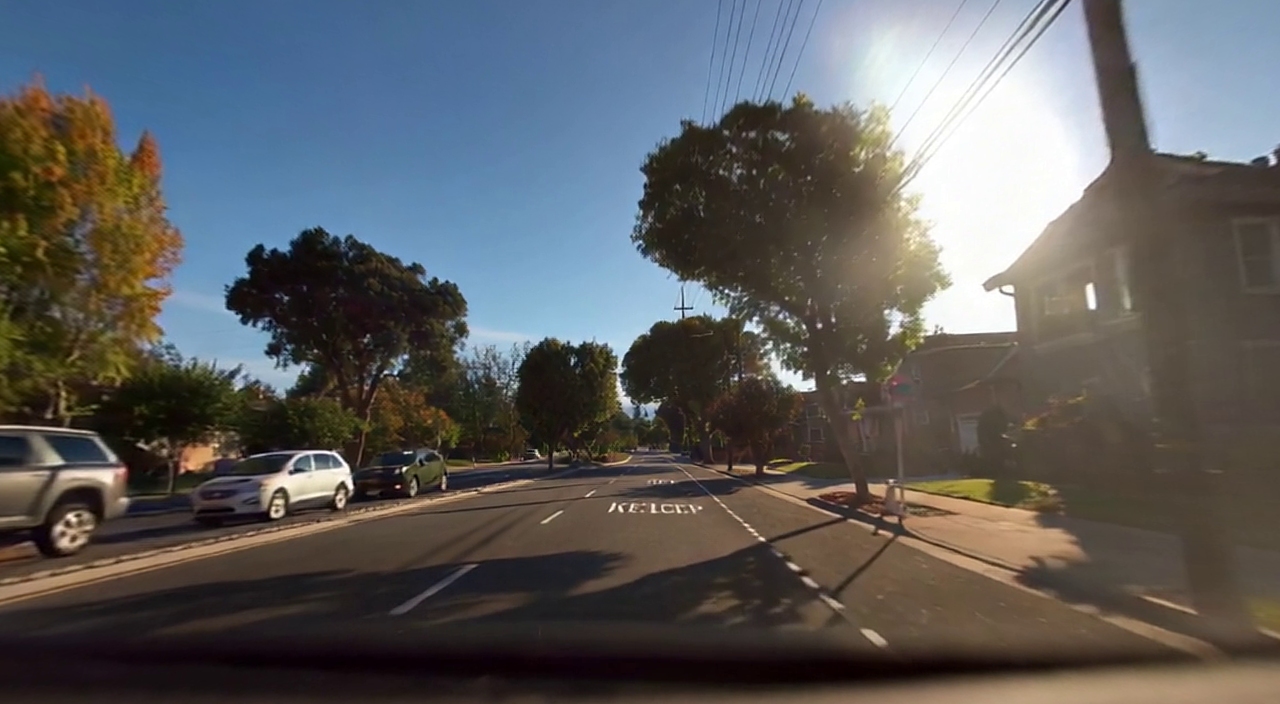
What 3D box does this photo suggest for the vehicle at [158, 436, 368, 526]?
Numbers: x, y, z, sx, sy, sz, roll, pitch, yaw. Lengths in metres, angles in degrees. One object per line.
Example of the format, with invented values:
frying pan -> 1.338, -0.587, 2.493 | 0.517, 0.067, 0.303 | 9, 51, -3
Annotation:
vehicle -> -8.788, 3.015, 15.415 | 2.075, 1.733, 4.947 | -3, -9, 1

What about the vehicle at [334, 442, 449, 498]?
vehicle -> -8.686, 4.143, 22.599 | 2.084, 1.741, 4.737 | -2, -9, 2

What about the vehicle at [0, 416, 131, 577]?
vehicle -> -8.515, 1.568, 6.579 | 2.293, 1.839, 4.793 | 0, -8, 1
